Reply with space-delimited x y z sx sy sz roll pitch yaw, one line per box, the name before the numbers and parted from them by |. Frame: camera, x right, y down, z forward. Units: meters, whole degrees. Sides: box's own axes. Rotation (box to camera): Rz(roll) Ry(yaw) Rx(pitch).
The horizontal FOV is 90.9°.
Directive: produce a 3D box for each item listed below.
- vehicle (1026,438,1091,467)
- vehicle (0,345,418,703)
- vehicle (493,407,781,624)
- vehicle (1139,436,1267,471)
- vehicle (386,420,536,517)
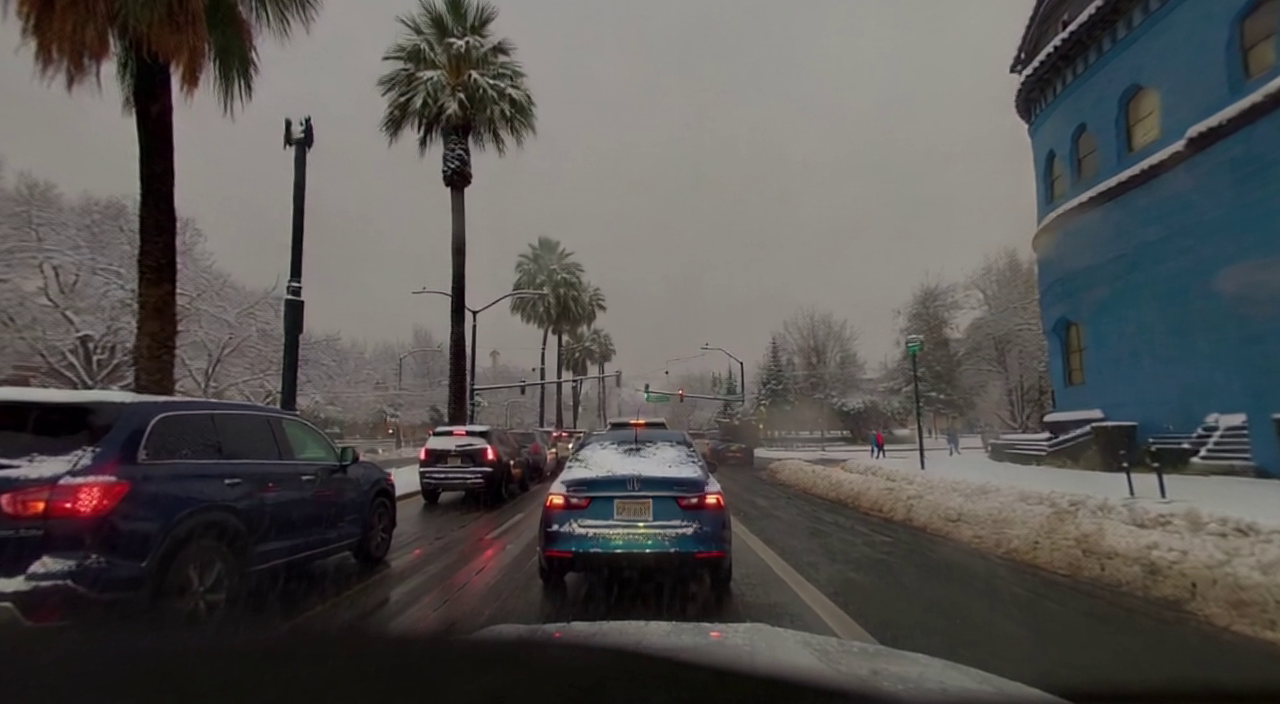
vehicle | 26.245 6.307 39.650 1.882 1.672 3.957 -2 -9 11
vehicle | -3.530 1.158 5.081 1.914 1.741 4.398 0 -9 -1
vehicle | -0.049 1.536 6.869 2.114 1.585 4.285 0 -9 -1
vehicle | 25.477 4.589 28.642 3.914 1.427 1.779 -2 -8 5
vehicle | -3.464 2.346 13.096 1.840 1.684 4.041 0 -9 1
